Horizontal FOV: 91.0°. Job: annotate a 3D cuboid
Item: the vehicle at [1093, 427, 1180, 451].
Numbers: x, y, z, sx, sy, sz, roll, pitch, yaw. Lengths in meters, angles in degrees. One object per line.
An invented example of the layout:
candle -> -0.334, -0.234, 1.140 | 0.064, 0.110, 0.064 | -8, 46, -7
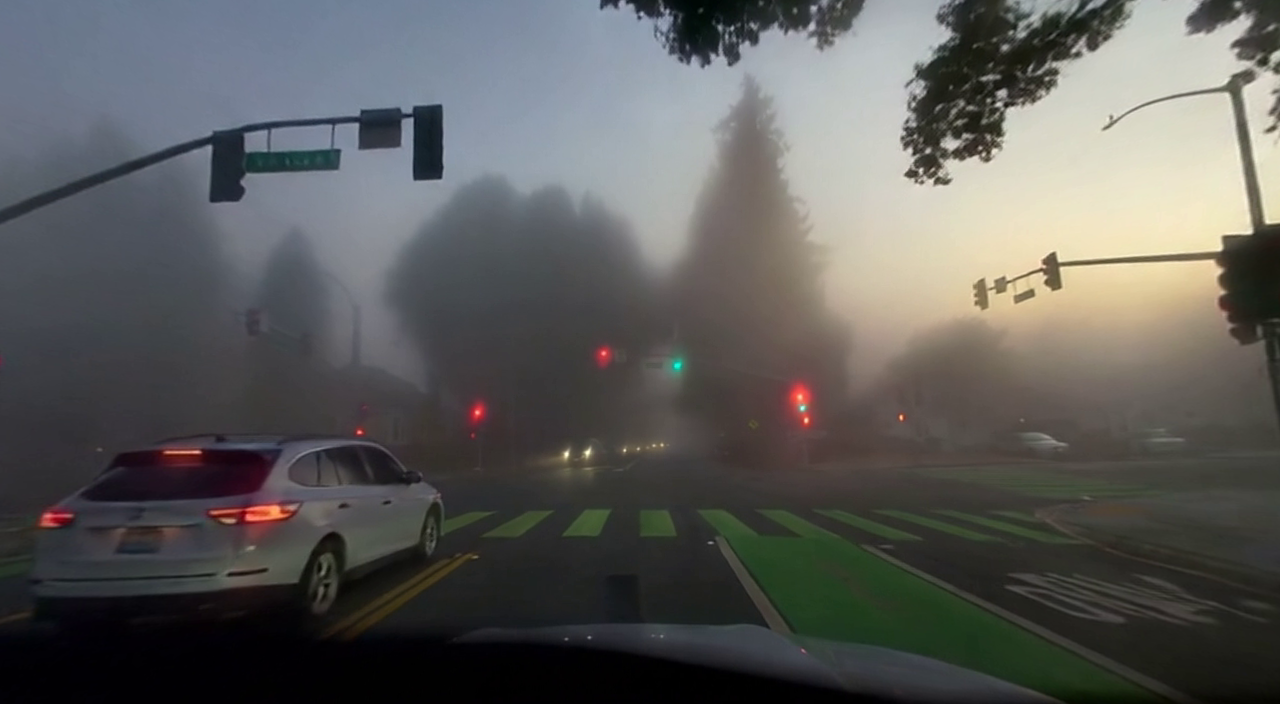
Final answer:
vehicle -> 30.779, 5.455, 39.196 | 1.837, 1.396, 4.695 | -1, -9, 4

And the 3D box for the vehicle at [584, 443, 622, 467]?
vehicle -> -2.325, 6.659, 40.804 | 1.982, 1.472, 4.103 | -1, -9, 3

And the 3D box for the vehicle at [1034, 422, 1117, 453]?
vehicle -> 26.965, 5.354, 39.176 | 2.033, 1.821, 4.542 | 0, -9, 2

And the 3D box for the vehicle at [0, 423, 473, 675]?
vehicle -> -3.328, 1.546, 6.232 | 1.904, 1.489, 4.746 | 0, -9, 2

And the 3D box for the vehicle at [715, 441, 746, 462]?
vehicle -> 6.935, 7.653, 48.488 | 1.891, 1.584, 3.802 | 0, -9, 2

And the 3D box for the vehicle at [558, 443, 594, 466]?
vehicle -> -4.799, 7.728, 47.583 | 1.982, 1.686, 4.195 | -1, -9, 4

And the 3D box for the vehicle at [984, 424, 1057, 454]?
vehicle -> 23.803, 5.519, 39.574 | 1.964, 1.759, 4.583 | -1, -9, 4
